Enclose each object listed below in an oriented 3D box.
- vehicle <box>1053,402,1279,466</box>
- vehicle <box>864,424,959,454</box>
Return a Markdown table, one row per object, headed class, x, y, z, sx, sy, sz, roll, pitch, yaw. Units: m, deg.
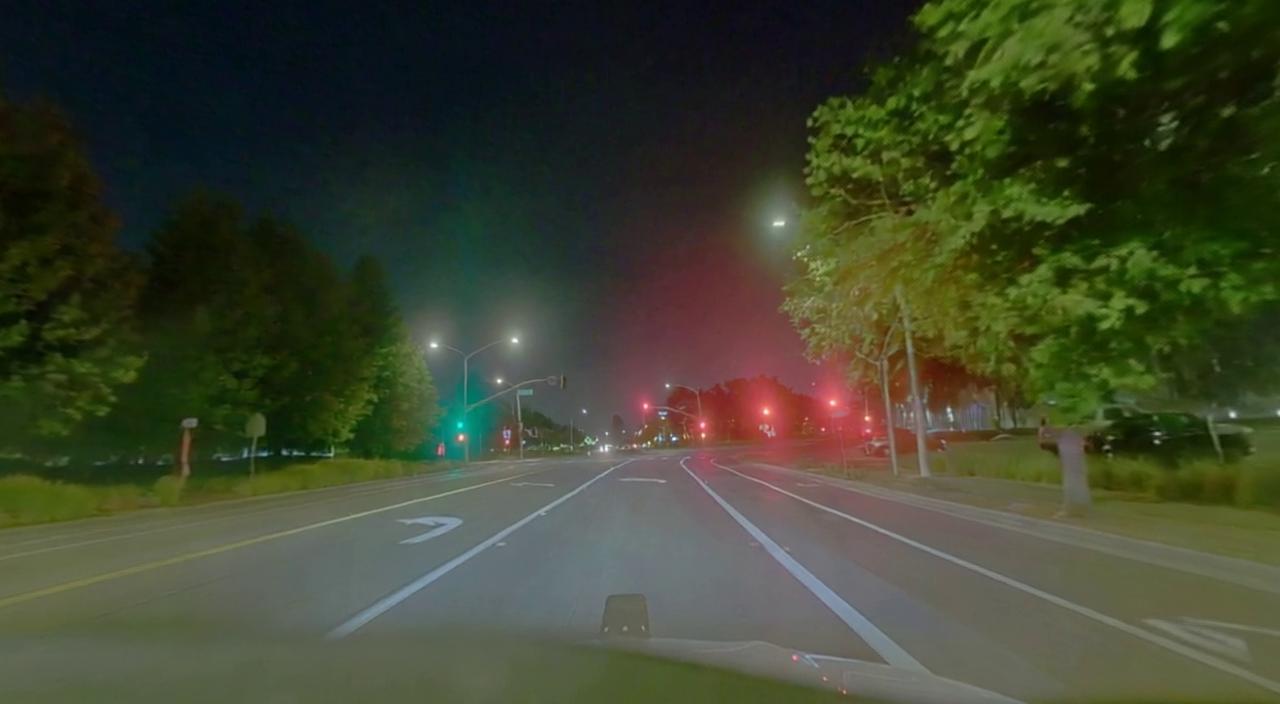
| class | x | y | z | sx | sy | sz | roll | pitch | yaw |
| --- | --- | --- | --- | --- | --- | --- | --- | --- | --- |
| vehicle | 13.598 | 2.128 | 16.331 | 4.343 | 1.500 | 2.011 | 0 | -8 | 0 |
| vehicle | 14.285 | 4.622 | 33.344 | 4.167 | 1.476 | 1.871 | -1 | -8 | 1 |
